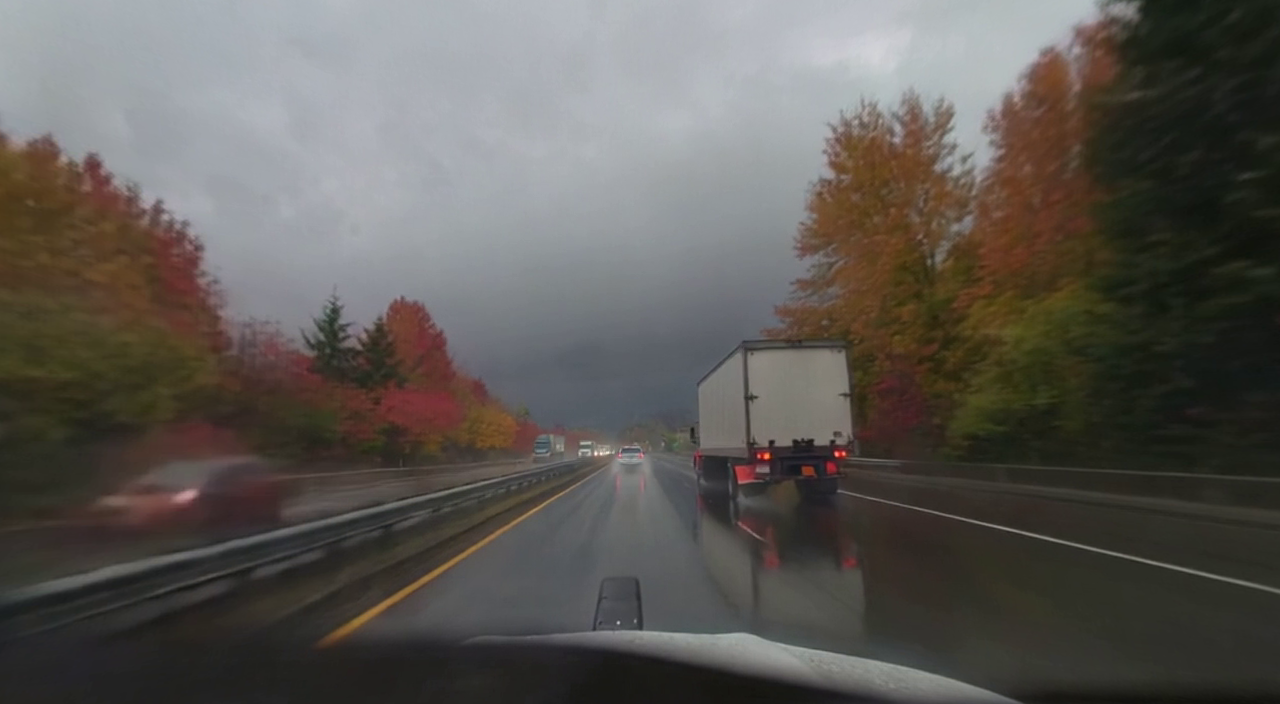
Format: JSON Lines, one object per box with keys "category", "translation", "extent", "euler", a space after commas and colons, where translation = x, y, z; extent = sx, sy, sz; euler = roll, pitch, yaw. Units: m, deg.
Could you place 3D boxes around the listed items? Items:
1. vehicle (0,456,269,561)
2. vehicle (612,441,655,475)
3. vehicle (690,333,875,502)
{"category": "vehicle", "translation": [-9.096, 2.732, 11.618], "extent": [1.994, 1.505, 4.005], "euler": [0, -9, -1]}
{"category": "vehicle", "translation": [-0.364, 5.722, 34.062], "extent": [2.151, 1.693, 4.201], "euler": [0, -9, -1]}
{"category": "vehicle", "translation": [3.965, 2.592, 22.013], "extent": [3.068, 4.042, 13.787], "euler": [0, -9, -1]}
